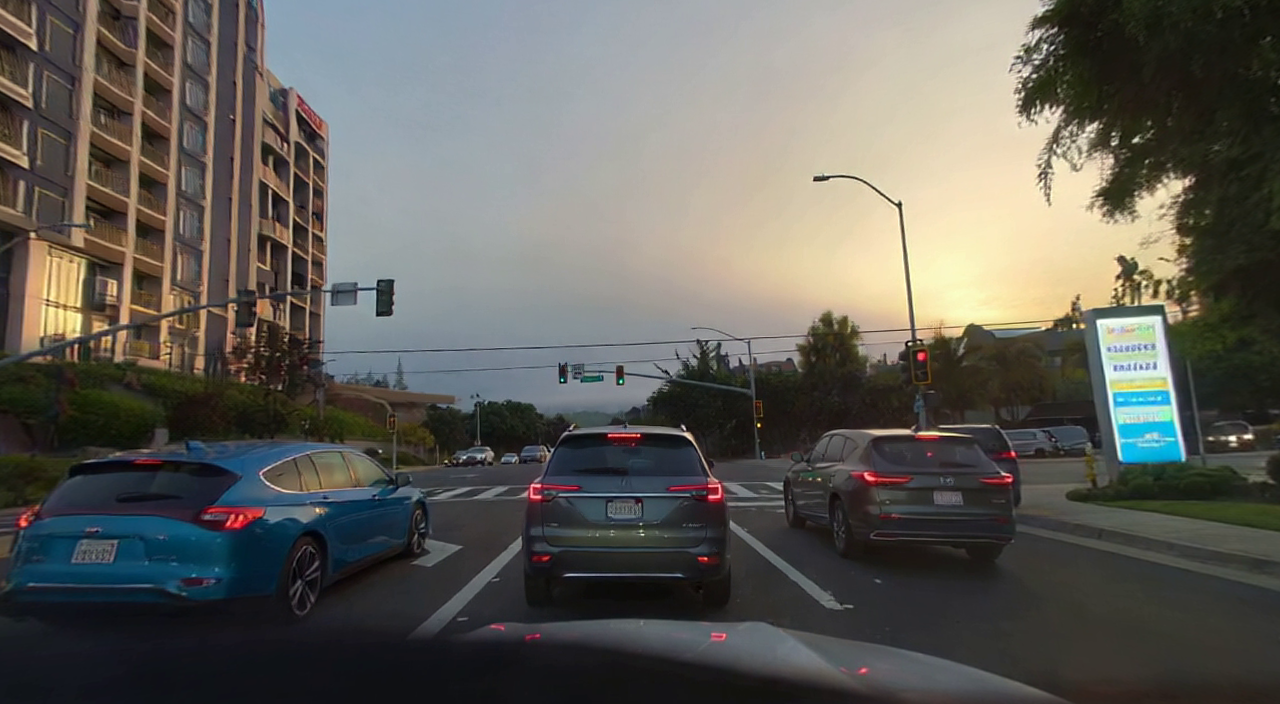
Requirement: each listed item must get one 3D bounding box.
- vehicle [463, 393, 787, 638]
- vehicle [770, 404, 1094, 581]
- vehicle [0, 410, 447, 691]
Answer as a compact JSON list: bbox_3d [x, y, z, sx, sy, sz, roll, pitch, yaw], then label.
[{"bbox_3d":[-0.126,1.428,6.505,2.195,1.662,4.262,0,-8,-1],"label":"vehicle"},{"bbox_3d":[3.217,1.657,8.252,2.004,1.646,4.554,0,-8,-1],"label":"vehicle"},{"bbox_3d":[-3.546,1.427,5.823,1.906,1.524,4.547,0,-8,2],"label":"vehicle"}]
